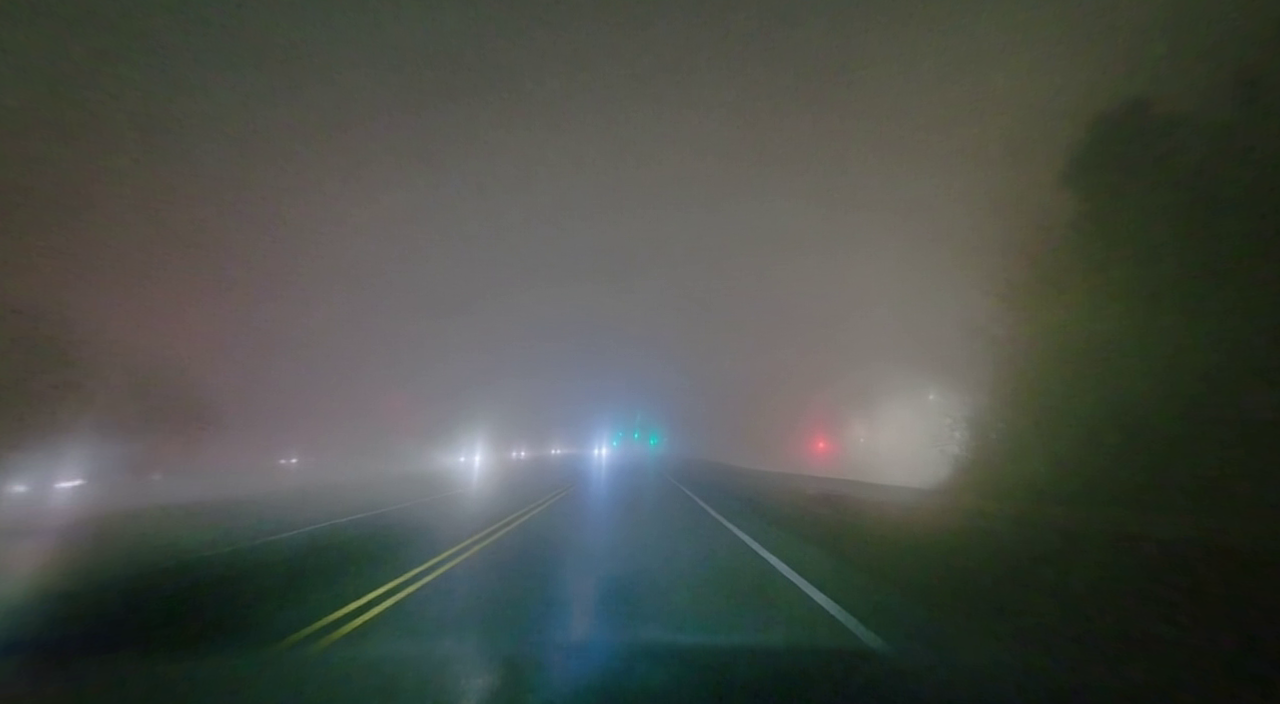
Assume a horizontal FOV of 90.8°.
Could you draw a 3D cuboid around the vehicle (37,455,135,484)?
[{"bbox_3d":[-29.555,6.244,33.821,1.729,1.394,3.877,0,-8,0],"label":"vehicle"}]
